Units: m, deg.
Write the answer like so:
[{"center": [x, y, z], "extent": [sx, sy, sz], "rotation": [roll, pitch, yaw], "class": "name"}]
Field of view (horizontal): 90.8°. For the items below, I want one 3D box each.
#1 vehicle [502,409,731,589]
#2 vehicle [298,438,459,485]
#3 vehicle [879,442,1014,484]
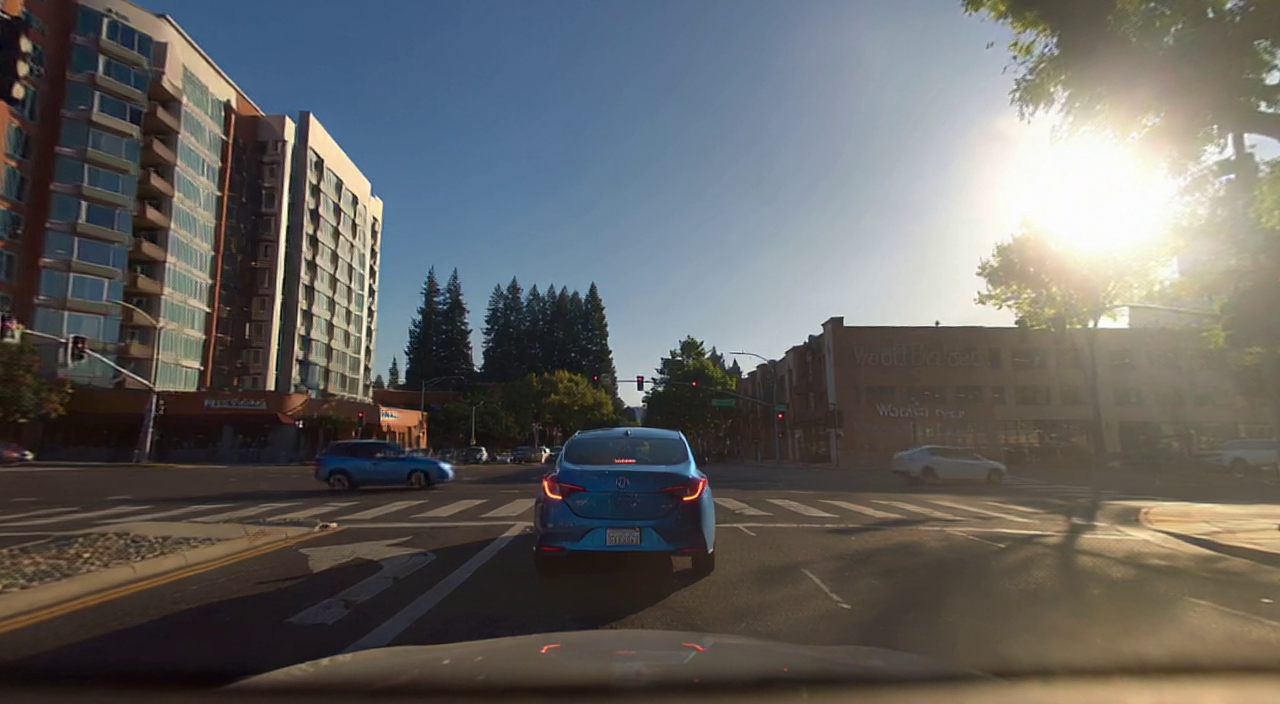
[{"center": [-0.247, 1.622, 7.769], "extent": [2.066, 1.618, 3.922], "rotation": [0, -8, -1], "class": "vehicle"}, {"center": [-9.277, 3.908, 22.771], "extent": [4.891, 1.591, 2.067], "rotation": [0, -8, -1], "class": "vehicle"}, {"center": [13.415, 4.851, 27.837], "extent": [4.912, 1.731, 2.022], "rotation": [1, -8, -5], "class": "vehicle"}]
